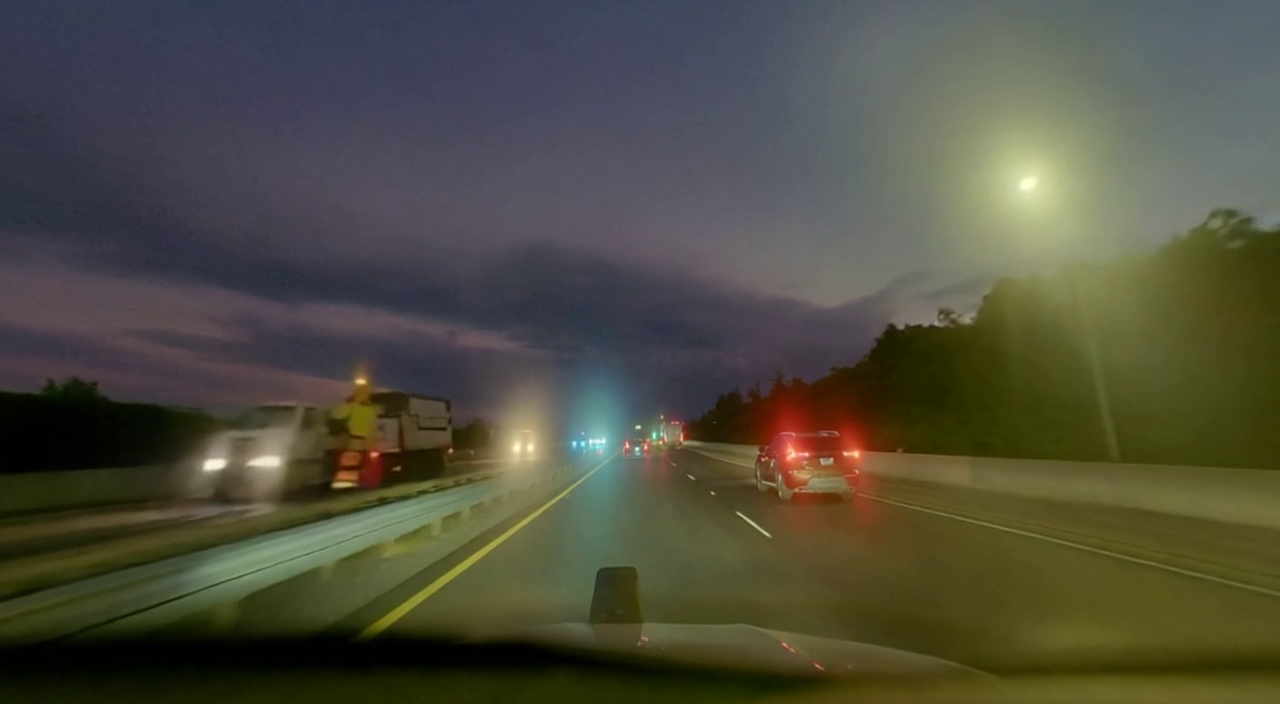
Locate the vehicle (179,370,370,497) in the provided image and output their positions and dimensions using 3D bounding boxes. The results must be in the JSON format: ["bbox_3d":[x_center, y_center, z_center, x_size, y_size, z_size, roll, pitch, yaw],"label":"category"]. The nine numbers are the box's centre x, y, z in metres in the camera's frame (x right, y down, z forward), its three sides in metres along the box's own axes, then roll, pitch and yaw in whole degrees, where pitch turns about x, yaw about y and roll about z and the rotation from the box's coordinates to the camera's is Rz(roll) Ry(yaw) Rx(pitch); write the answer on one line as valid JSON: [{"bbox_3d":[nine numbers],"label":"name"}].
[{"bbox_3d":[-13.002,3.031,23.216,3.010,3.976,6.420,-1,-8,1],"label":"vehicle"}]

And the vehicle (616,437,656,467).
[{"bbox_3d":[-0.185,5.305,33.651,2.004,1.472,4.075,0,-8,0],"label":"vehicle"}]
